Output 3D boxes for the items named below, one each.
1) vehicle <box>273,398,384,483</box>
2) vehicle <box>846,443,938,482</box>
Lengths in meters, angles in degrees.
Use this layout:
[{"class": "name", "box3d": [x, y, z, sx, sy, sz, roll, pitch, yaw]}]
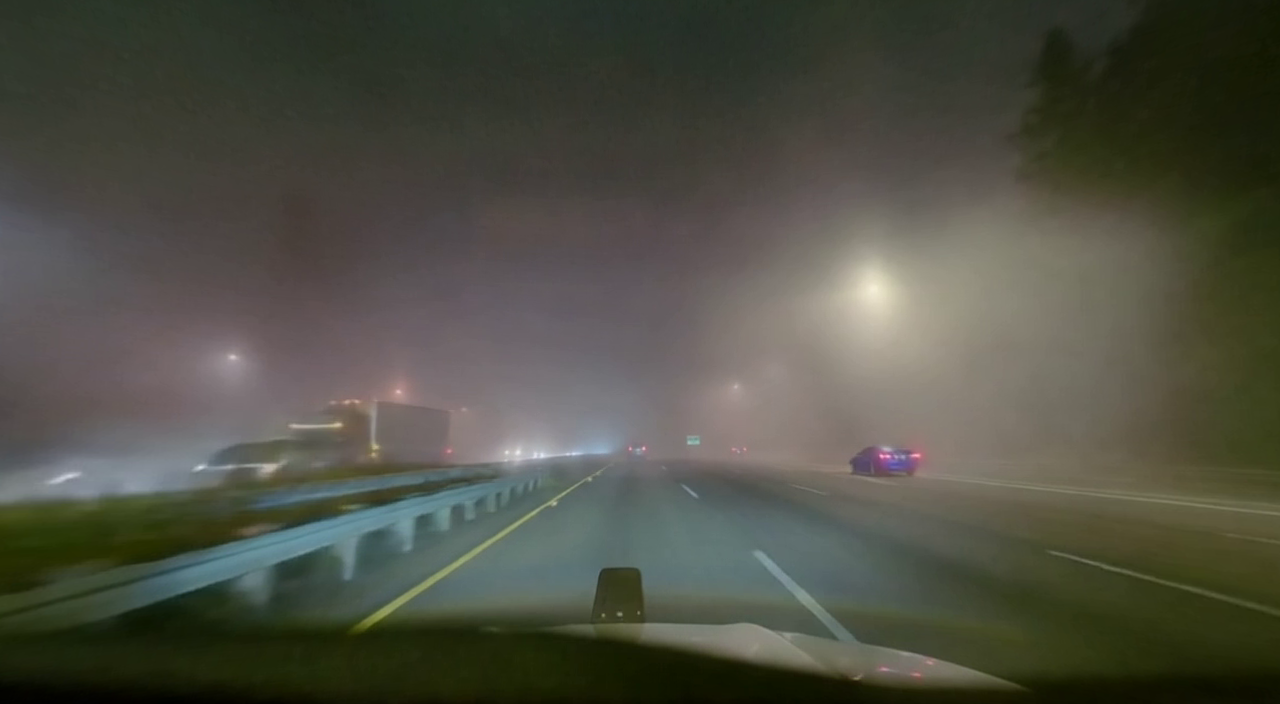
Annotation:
[{"class": "vehicle", "box3d": [-17.651, 5.071, 36.408, 3.002, 4.461, 6.338, 0, -8, 0]}, {"class": "vehicle", "box3d": [10.650, 4.668, 27.127, 2.024, 1.481, 4.747, 0, -8, 0]}]
